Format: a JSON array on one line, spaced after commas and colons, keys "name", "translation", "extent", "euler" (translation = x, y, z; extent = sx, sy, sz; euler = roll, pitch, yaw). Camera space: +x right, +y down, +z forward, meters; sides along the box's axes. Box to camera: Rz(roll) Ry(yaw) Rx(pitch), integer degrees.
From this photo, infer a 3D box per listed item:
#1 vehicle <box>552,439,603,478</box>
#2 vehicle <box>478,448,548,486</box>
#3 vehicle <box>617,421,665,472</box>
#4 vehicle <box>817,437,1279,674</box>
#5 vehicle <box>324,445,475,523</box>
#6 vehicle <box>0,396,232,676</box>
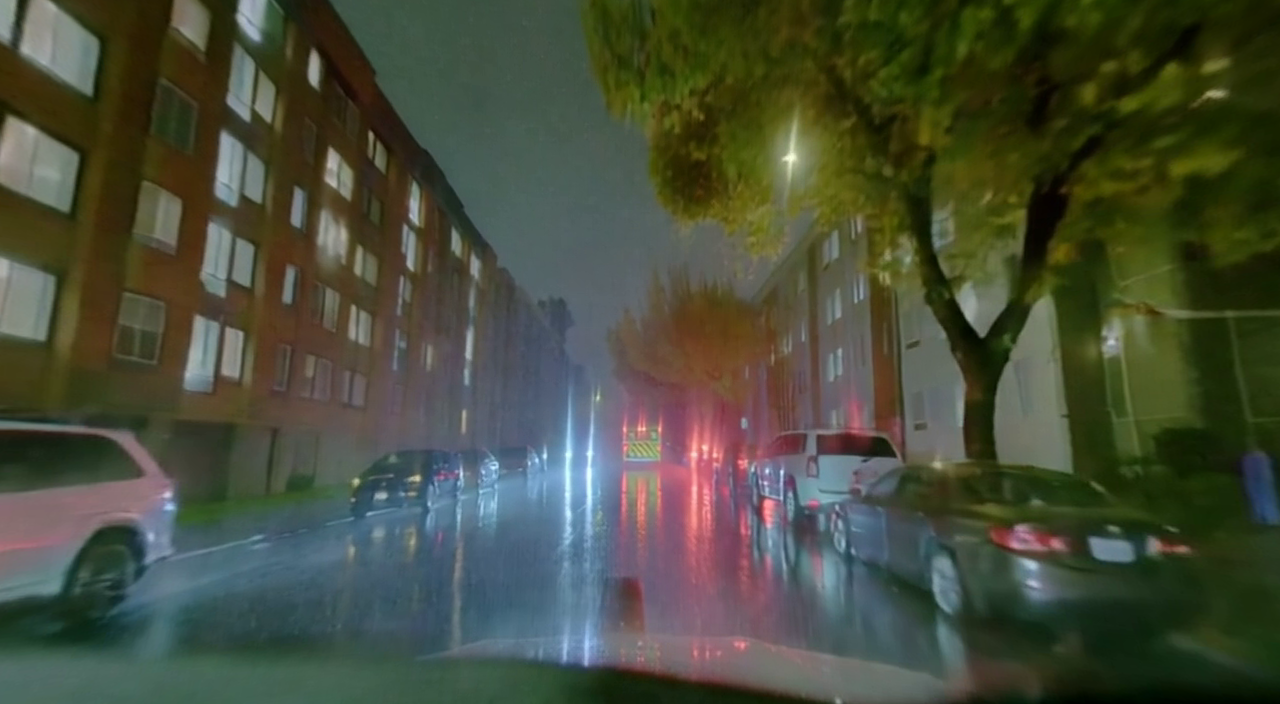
[{"name": "vehicle", "translation": [-2.992, 5.209, 31.170], "extent": [2.029, 1.802, 4.229], "euler": [0, -8, 1]}, {"name": "vehicle", "translation": [-5.331, 4.874, 27.148], "extent": [2.047, 1.471, 4.647], "euler": [0, -8, 0]}, {"name": "vehicle", "translation": [-0.090, 6.257, 41.813], "extent": [2.754, 3.008, 7.730], "euler": [0, -9, -3]}, {"name": "vehicle", "translation": [3.365, 1.642, 6.319], "extent": [1.913, 1.434, 4.408], "euler": [2, -8, 0]}, {"name": "vehicle", "translation": [-5.455, 3.010, 15.009], "extent": [1.921, 1.482, 4.280], "euler": [-2, -8, 0]}, {"name": "vehicle", "translation": [-5.289, 1.180, 3.920], "extent": [2.131, 1.821, 4.976], "euler": [0, -8, 0]}]
